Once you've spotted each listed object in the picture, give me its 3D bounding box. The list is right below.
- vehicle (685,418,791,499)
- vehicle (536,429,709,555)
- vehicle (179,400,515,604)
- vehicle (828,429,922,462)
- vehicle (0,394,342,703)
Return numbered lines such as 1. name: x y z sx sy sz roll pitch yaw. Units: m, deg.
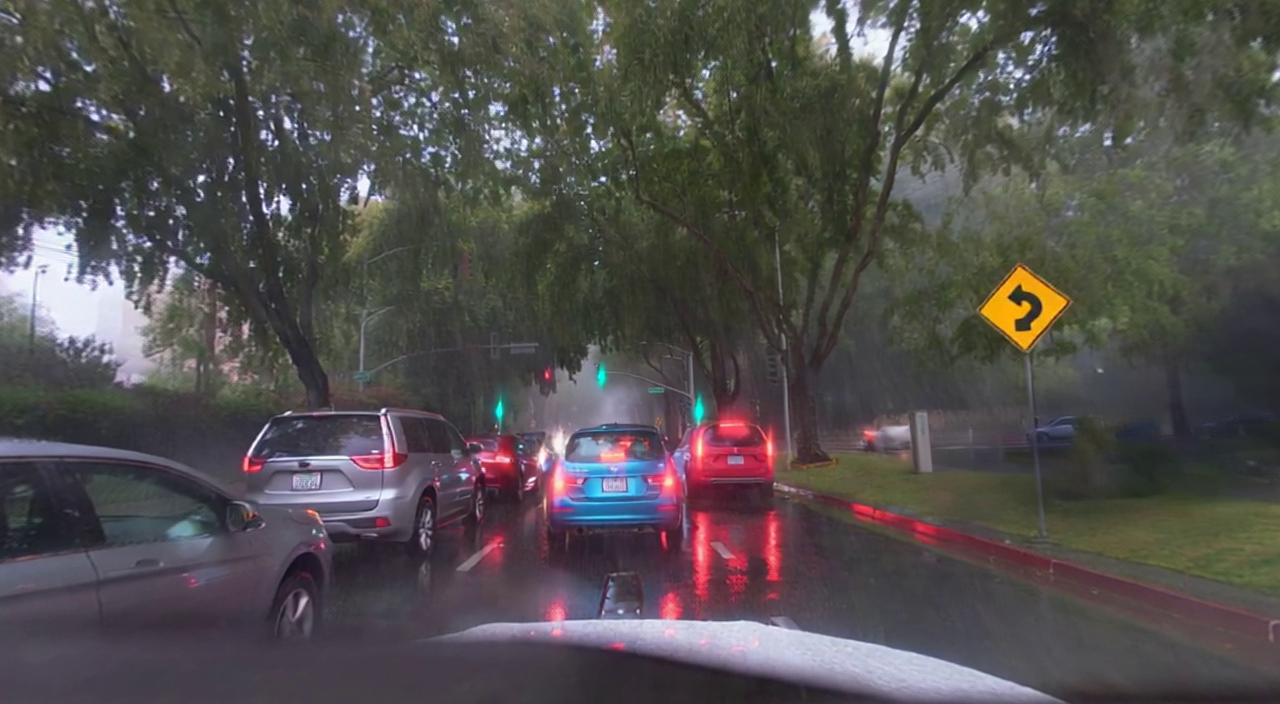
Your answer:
1. vehicle: 2.449 2.826 16.981 2.059 1.864 4.541 0 -8 -1
2. vehicle: -0.257 1.922 9.343 2.025 1.453 3.848 0 -8 -2
3. vehicle: -2.899 1.573 7.452 1.964 1.712 4.097 0 -8 0
4. vehicle: 11.378 4.559 30.693 3.883 1.534 1.779 0 -8 2
5. vehicle: -2.921 0.836 1.616 1.974 1.484 4.716 0 -8 0
